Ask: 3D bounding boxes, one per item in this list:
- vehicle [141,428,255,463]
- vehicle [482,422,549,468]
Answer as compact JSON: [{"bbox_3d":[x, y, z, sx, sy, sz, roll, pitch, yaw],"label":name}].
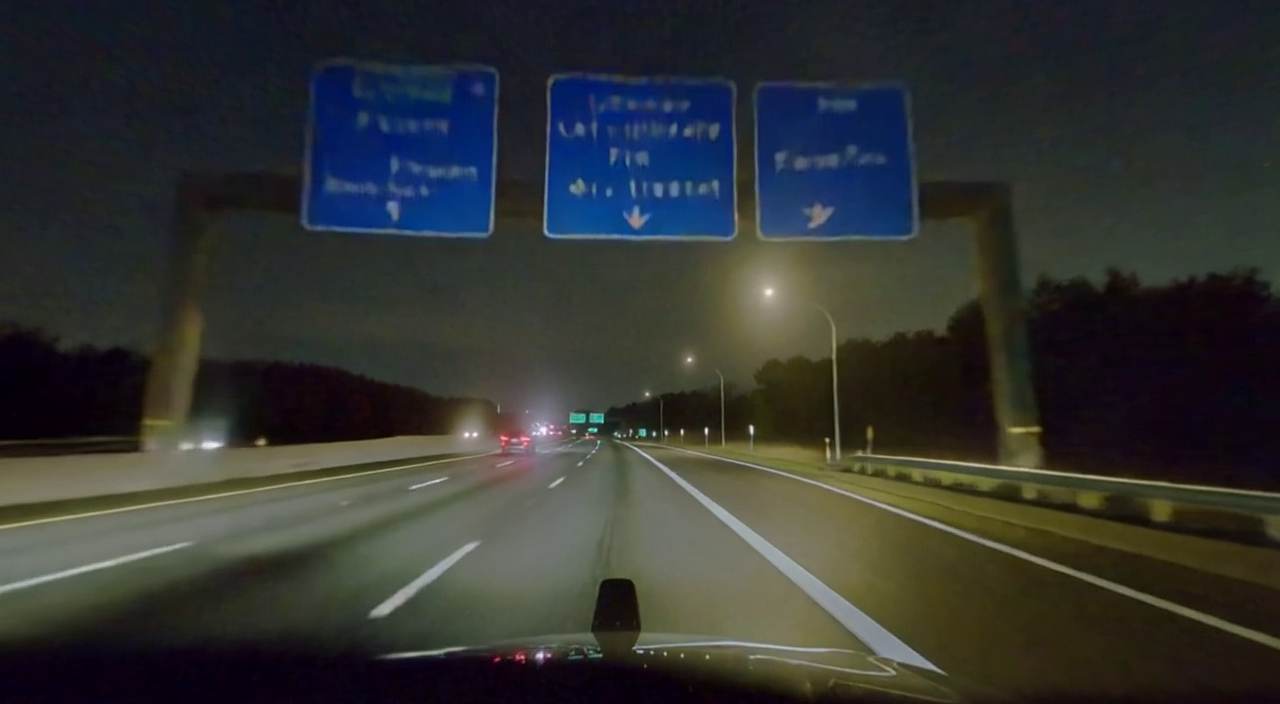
[{"bbox_3d":[-20.297,4.306,29.158,2.094,1.503,4.457,0,-8,-1],"label":"vehicle"},{"bbox_3d":[-5.083,3.856,26.241,2.007,1.727,4.040,0,-8,-1],"label":"vehicle"}]
